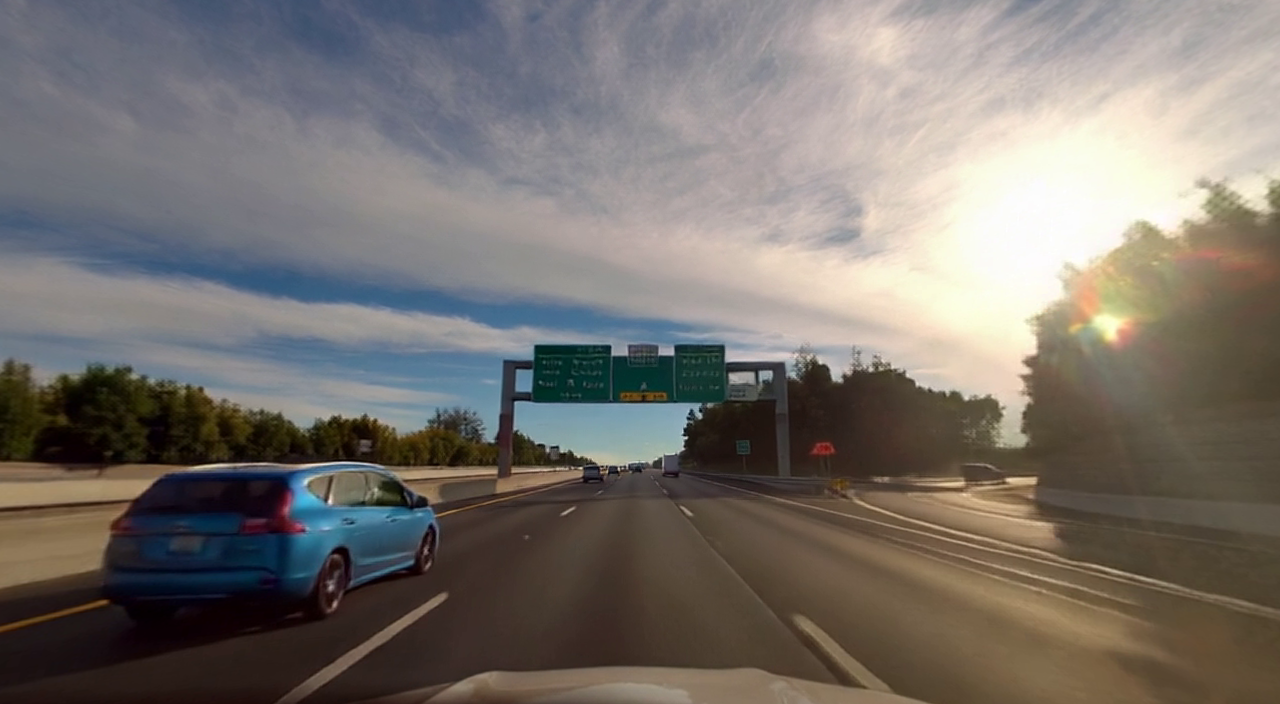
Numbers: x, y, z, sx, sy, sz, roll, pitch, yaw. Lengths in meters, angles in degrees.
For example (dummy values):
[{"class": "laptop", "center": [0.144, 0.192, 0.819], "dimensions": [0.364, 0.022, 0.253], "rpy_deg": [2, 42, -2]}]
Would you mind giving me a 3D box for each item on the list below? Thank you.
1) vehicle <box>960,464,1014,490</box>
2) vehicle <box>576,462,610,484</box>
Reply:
[{"class": "vehicle", "center": [25.972, 9.346, 47.094], "dimensions": [2.164, 1.781, 5.018], "rpy_deg": [-9, -14, 43]}, {"class": "vehicle", "center": [-3.348, 8.836, 45.984], "dimensions": [2.045, 1.487, 4.582], "rpy_deg": [1, -10, 1]}]
